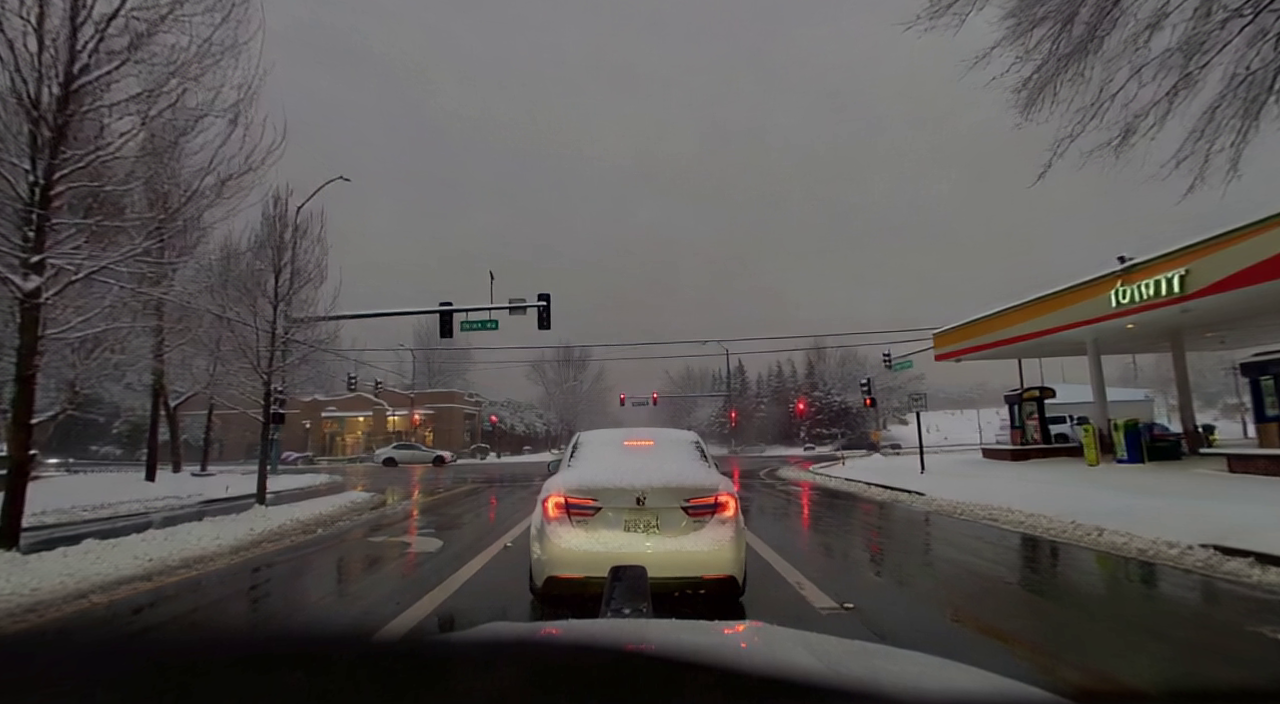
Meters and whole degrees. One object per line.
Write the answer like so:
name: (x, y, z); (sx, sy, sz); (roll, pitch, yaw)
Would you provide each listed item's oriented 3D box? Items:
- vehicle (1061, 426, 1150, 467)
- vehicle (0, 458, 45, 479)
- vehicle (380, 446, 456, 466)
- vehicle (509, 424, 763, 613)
vehicle: (18.549, 3.746, 25.052); (4.091, 1.495, 2.053); (8, -12, -44)
vehicle: (-44.916, 8.180, 44.335); (4.380, 1.409, 1.841); (-1, -8, 6)
vehicle: (-16.212, 7.601, 46.101); (4.813, 1.455, 1.889); (-1, -8, 4)
vehicle: (-0.051, 1.623, 7.104); (2.010, 1.482, 4.057); (0, -8, 0)
